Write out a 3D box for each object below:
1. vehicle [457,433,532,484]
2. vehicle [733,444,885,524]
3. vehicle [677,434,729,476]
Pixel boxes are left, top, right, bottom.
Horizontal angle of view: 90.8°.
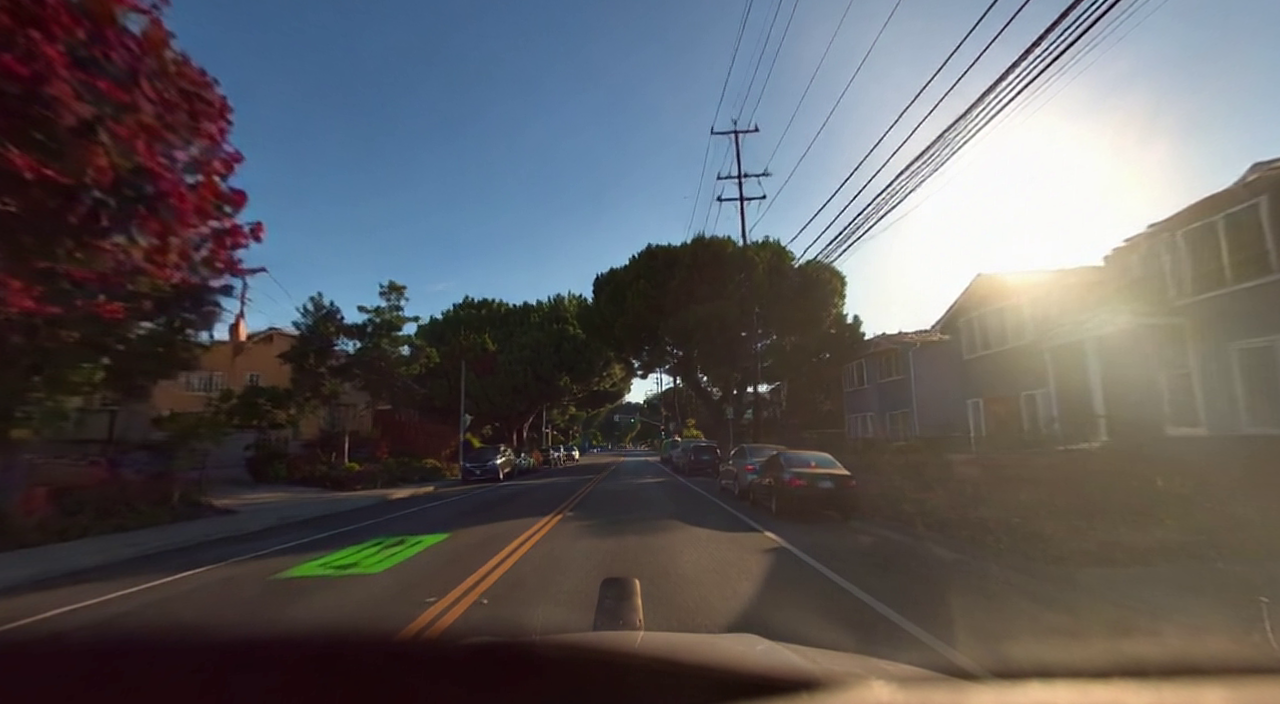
[{"bbox_3d":[-6.785,4.980,30.156,2.451,2.099,5.112,-1,-7,0],"label":"vehicle"},{"bbox_3d":[3.321,2.672,13.439,1.967,1.382,4.361,0,-8,-1],"label":"vehicle"},{"bbox_3d":[3.163,5.317,32.833,2.065,1.953,5.359,0,-8,-1],"label":"vehicle"}]
